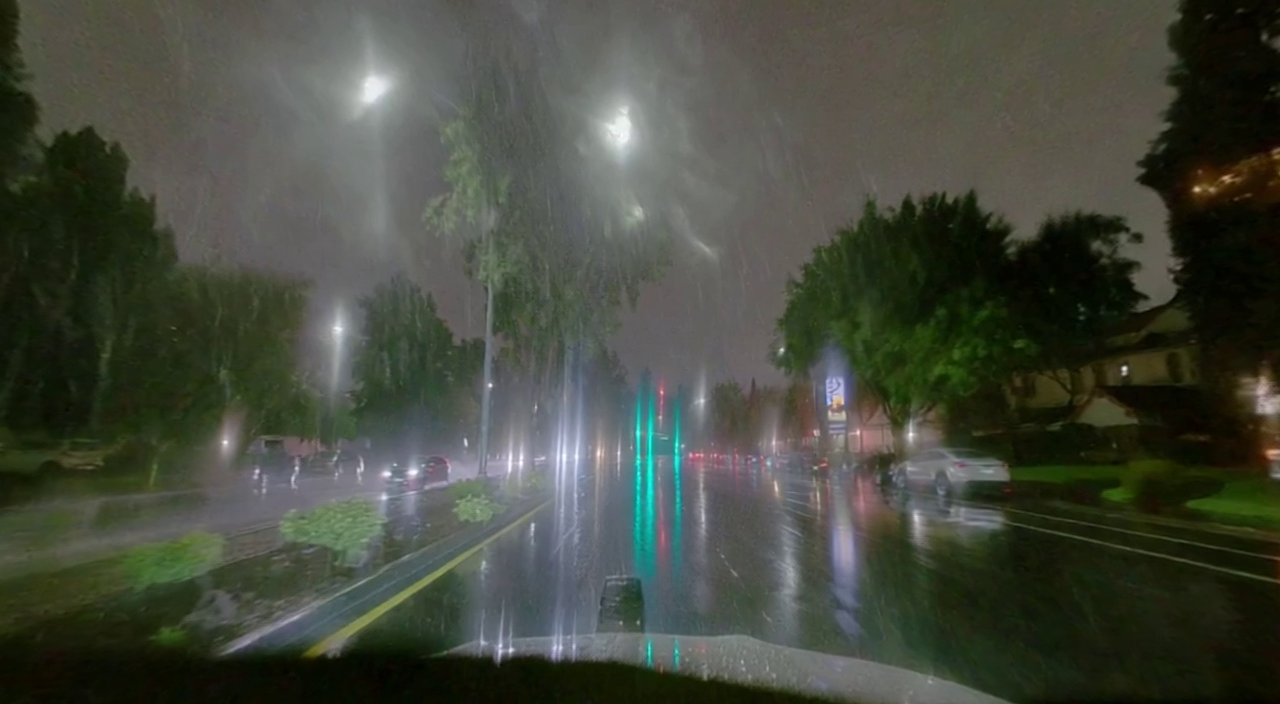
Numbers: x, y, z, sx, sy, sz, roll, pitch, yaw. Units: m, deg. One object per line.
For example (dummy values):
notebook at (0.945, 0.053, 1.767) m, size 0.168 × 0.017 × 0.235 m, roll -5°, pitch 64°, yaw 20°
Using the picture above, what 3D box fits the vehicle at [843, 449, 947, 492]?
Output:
vehicle at (9.632, 4.481, 24.316) m, size 1.961 × 1.456 × 4.493 m, roll 0°, pitch -8°, yaw -2°

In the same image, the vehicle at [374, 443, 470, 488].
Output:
vehicle at (-8.032, 4.194, 23.797) m, size 1.913 × 1.485 × 4.624 m, roll 0°, pitch -8°, yaw 1°

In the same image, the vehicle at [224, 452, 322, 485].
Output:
vehicle at (-18.429, 5.842, 32.083) m, size 1.813 × 1.494 × 5.131 m, roll -1°, pitch -8°, yaw 1°

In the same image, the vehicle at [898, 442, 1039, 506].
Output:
vehicle at (9.794, 3.612, 19.293) m, size 1.882 × 1.702 × 4.346 m, roll 0°, pitch -8°, yaw -1°

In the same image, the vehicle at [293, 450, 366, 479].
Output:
vehicle at (-18.438, 6.679, 37.796) m, size 1.885 × 1.553 × 4.864 m, roll 0°, pitch -8°, yaw 0°

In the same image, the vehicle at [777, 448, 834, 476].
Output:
vehicle at (9.616, 6.415, 37.107) m, size 1.899 × 1.475 × 4.572 m, roll 0°, pitch -8°, yaw -2°
